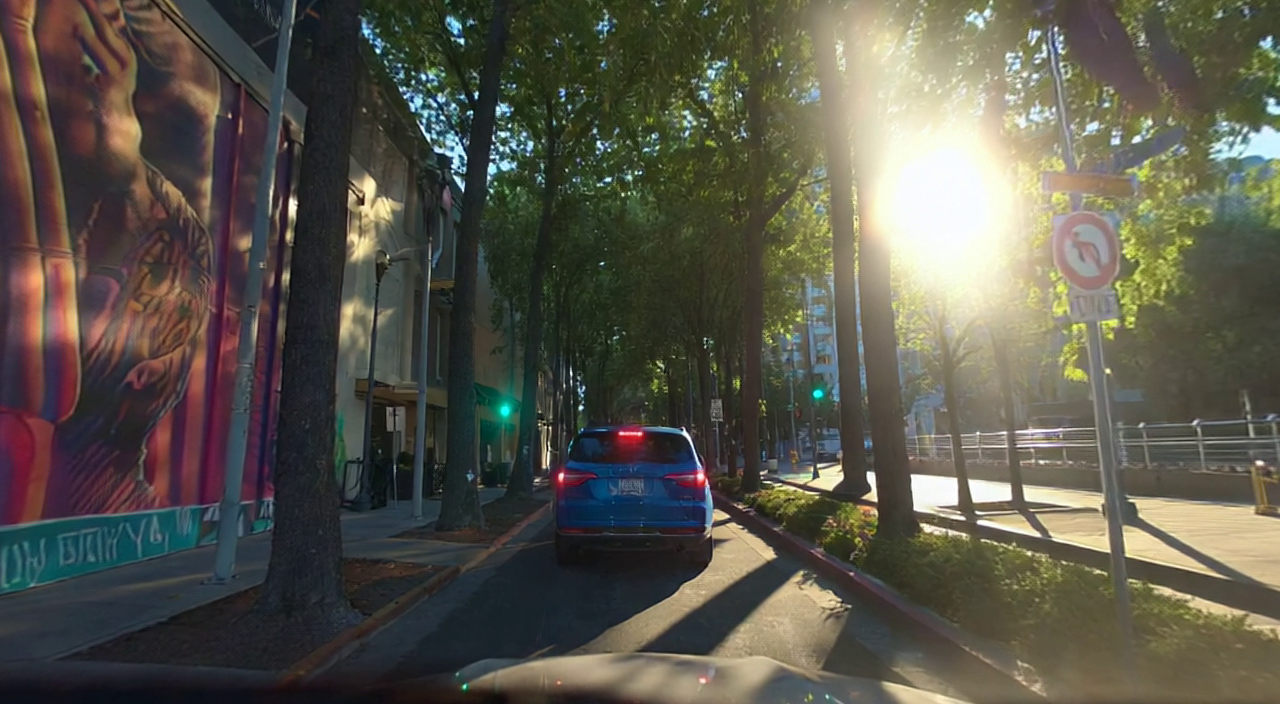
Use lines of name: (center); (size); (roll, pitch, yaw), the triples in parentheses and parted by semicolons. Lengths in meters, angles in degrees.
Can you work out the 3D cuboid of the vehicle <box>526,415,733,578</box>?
vehicle: (-0.132, 1.751, 8.378); (2.079, 1.621, 3.861); (0, -8, -1)
